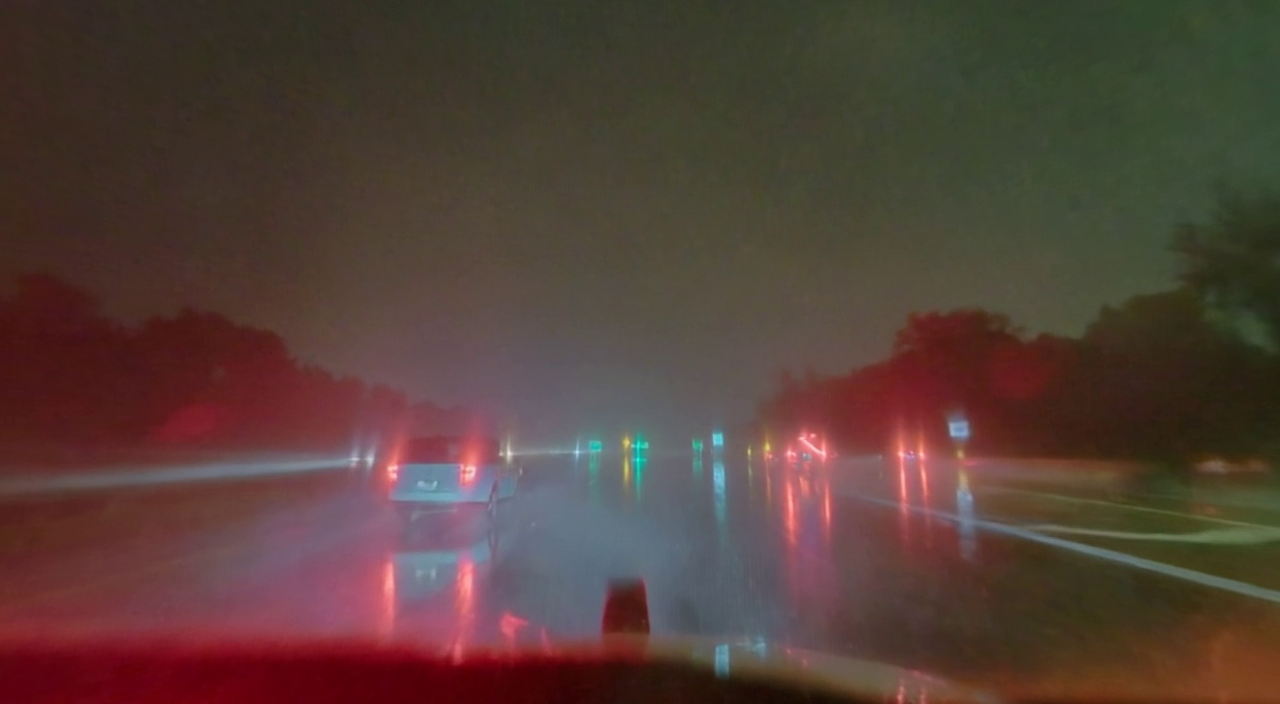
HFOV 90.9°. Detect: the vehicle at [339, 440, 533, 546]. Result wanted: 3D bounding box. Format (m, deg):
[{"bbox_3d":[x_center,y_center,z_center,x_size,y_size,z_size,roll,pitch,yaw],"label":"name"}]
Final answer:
[{"bbox_3d":[-3.275,2.317,11.052,1.968,1.504,3.892,0,-8,2],"label":"vehicle"}]
